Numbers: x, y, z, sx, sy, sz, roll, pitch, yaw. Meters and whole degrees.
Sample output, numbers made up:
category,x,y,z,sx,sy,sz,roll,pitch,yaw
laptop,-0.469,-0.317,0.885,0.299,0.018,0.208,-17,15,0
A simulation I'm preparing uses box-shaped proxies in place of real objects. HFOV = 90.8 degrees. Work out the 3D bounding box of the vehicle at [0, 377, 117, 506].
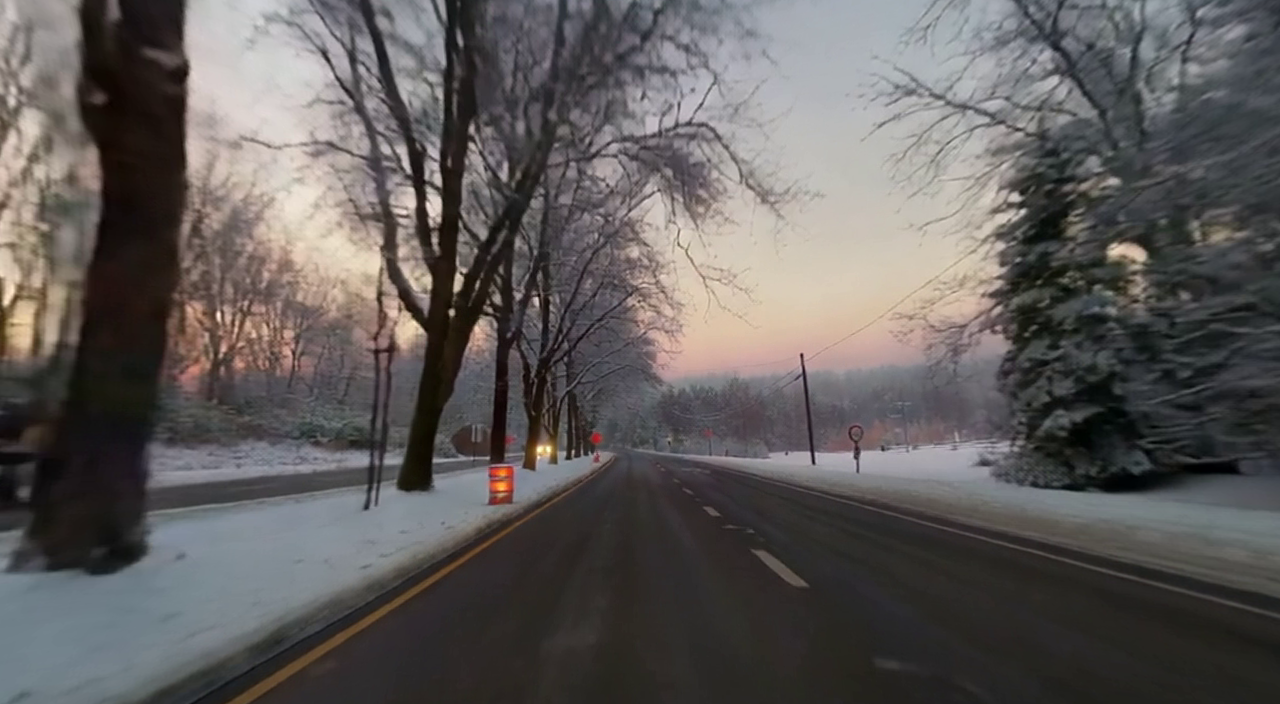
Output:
category,x,y,z,sx,sy,sz,roll,pitch,yaw
vehicle,-19.104,2.179,15.437,2.956,3.466,10.408,-1,-9,5
